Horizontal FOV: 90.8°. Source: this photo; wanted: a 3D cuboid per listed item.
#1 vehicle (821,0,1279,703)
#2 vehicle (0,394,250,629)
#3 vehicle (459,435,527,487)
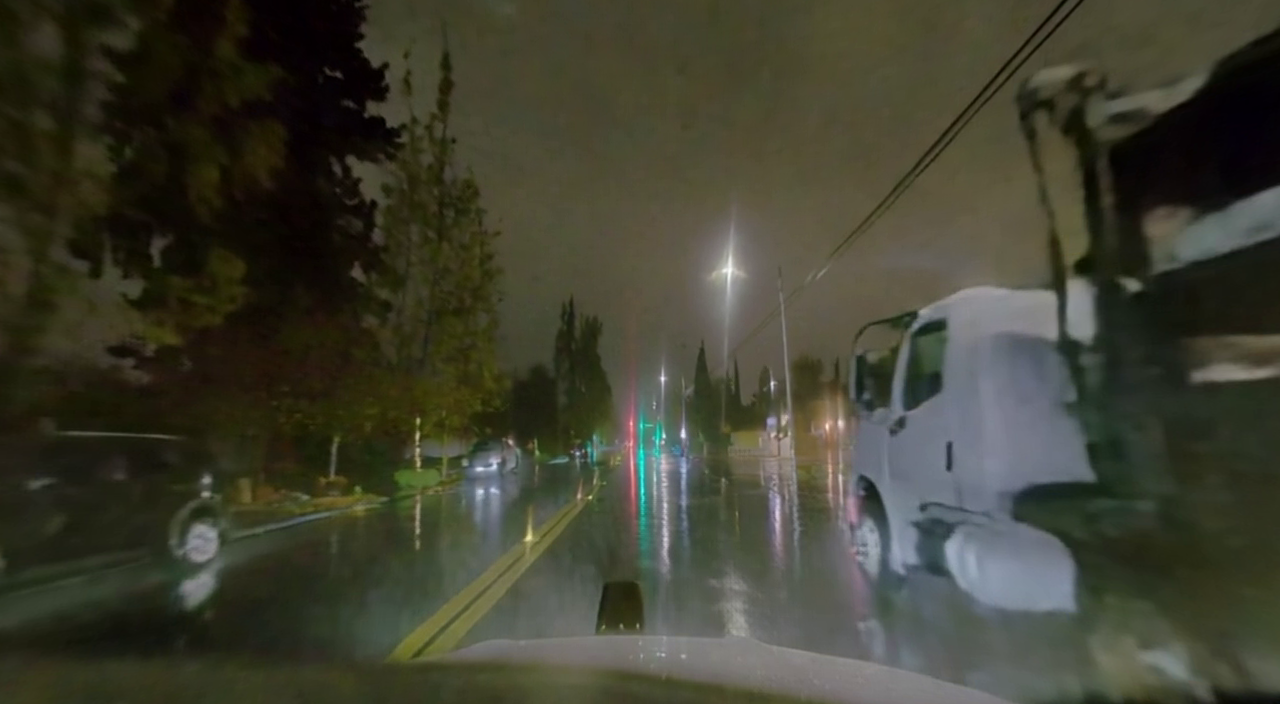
[{"bbox_3d":[3.164,0.067,2.737,2.750,3.440,6.535,0,-8,0],"label":"vehicle"},{"bbox_3d":[-6.230,1.492,6.038,2.210,1.849,4.638,-4,-8,-2],"label":"vehicle"},{"bbox_3d":[-5.892,4.351,25.793,2.087,1.835,4.445,-1,-7,-6],"label":"vehicle"}]
